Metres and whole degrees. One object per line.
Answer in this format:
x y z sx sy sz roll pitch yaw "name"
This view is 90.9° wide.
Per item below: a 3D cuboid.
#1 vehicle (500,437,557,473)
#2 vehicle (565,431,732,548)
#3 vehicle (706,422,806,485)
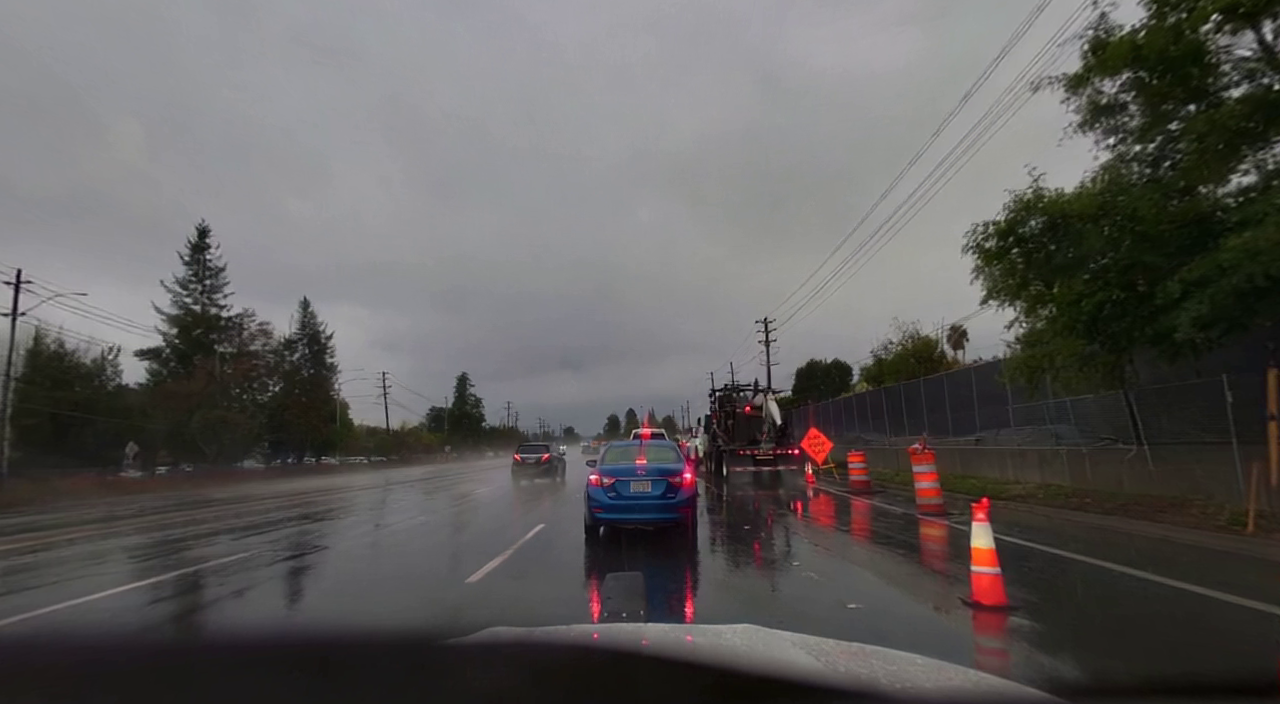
-5.639 5.270 32.467 1.963 1.721 4.467 -1 -8 2 "vehicle"
0.107 2.083 10.249 2.128 1.473 4.272 0 -8 0 "vehicle"
4.038 3.721 23.394 2.555 2.017 6.201 0 -8 0 "vehicle"
